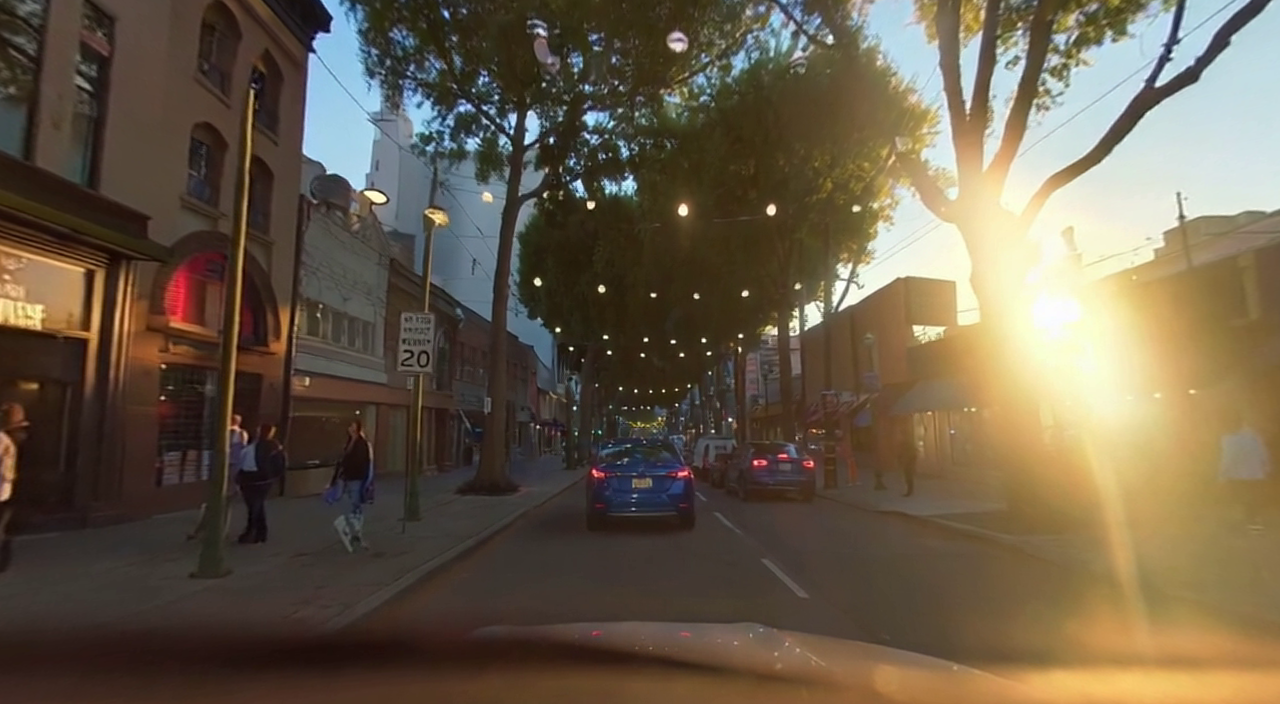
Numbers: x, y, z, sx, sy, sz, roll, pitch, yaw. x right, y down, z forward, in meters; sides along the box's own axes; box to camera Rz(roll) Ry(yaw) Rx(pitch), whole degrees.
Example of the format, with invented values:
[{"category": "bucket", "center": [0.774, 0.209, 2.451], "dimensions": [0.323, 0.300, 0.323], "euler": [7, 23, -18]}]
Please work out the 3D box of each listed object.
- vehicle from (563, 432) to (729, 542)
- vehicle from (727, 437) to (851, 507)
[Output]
[{"category": "vehicle", "center": [0.033, 2.156, 10.758], "dimensions": [2.261, 1.474, 4.130], "euler": [0, -8, -1]}, {"category": "vehicle", "center": [3.629, 3.009, 16.311], "dimensions": [2.025, 1.523, 4.426], "euler": [0, -9, -1]}]
